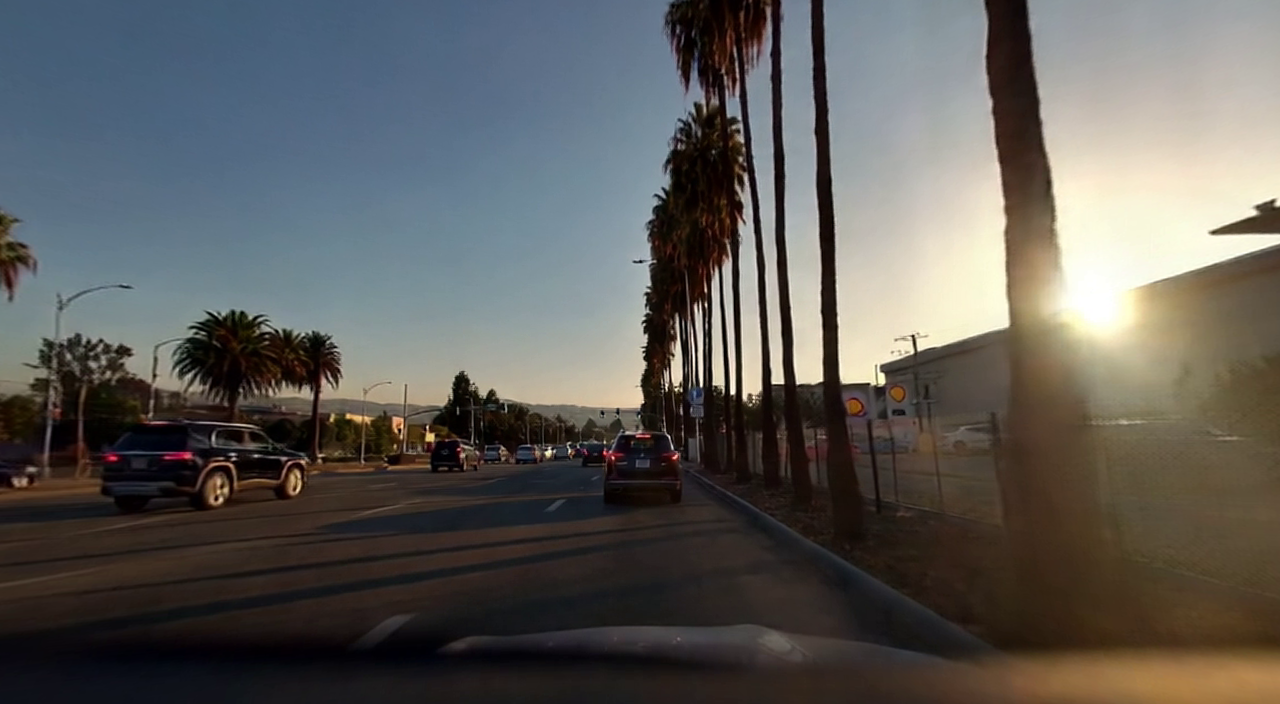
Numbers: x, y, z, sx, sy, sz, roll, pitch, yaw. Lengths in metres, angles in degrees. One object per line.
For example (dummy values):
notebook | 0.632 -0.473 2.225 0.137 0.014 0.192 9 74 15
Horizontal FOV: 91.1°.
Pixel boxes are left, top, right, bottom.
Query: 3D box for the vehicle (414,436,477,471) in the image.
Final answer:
vehicle | -10.562 5.545 34.417 1.965 1.743 4.327 0 -8 1

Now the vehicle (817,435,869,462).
vehicle | 12.066 5.746 37.571 1.681 1.503 3.781 0 -8 -3

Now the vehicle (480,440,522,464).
vehicle | -10.471 7.570 47.726 1.998 1.731 4.952 0 -8 0

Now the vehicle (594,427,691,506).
vehicle | 0.092 2.797 15.752 2.121 1.710 3.893 0 -8 1

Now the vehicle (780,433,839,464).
vehicle | 8.268 4.665 30.409 1.837 1.416 3.947 -4 -10 28

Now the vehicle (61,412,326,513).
vehicle | -9.959 2.530 14.822 2.269 1.934 5.350 0 -8 0

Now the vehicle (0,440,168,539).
vehicle | -10.005 2.146 10.191 1.924 1.384 3.426 0 -8 1
